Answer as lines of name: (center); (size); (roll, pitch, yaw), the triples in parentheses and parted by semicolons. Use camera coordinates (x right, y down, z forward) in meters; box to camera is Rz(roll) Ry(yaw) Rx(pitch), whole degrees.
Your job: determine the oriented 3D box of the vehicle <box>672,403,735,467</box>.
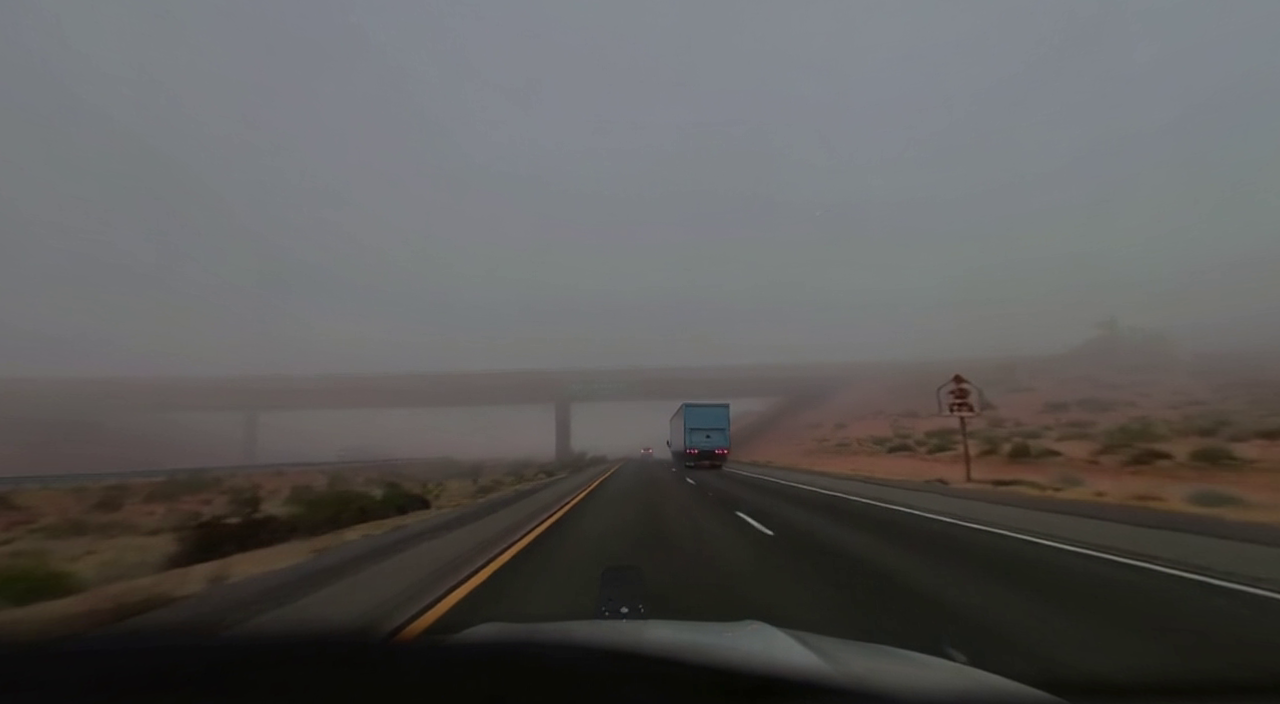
vehicle: (4.109, 5.771, 43.097); (3.024, 3.834, 10.128); (0, -8, -1)
